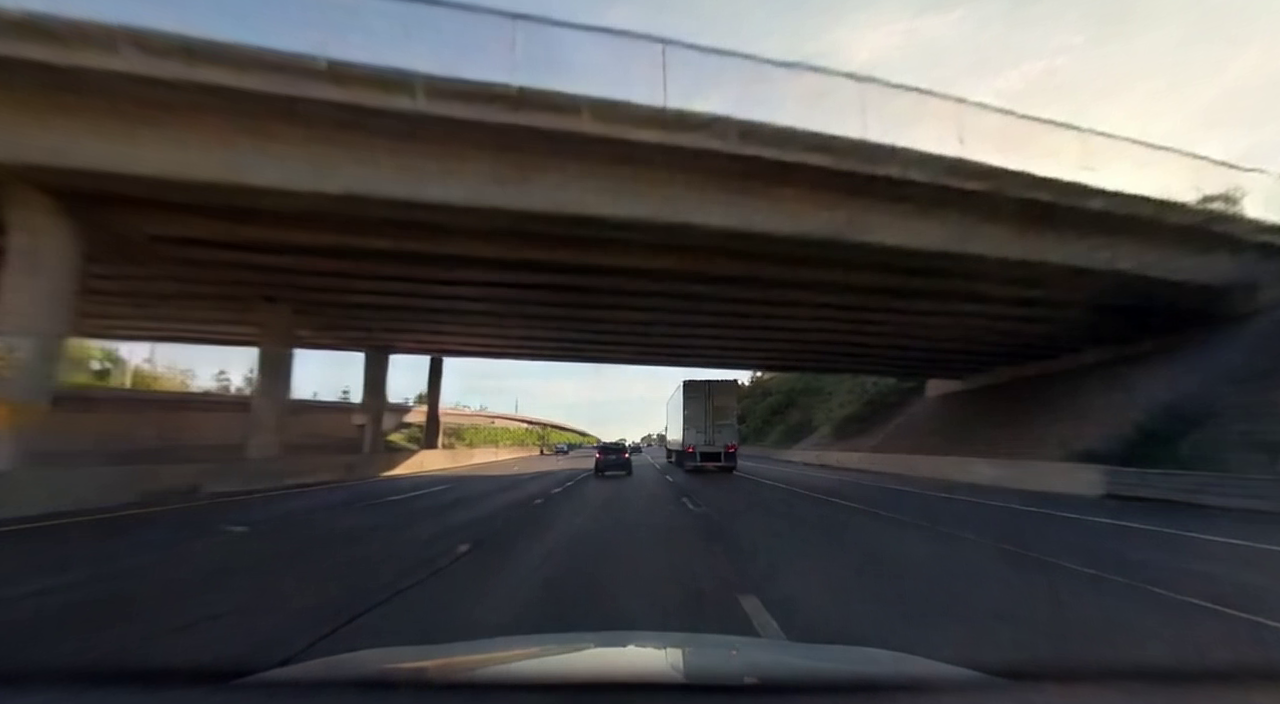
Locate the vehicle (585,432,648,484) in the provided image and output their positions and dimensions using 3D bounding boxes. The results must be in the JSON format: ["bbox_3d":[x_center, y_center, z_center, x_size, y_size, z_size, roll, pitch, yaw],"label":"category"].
[{"bbox_3d":[-0.749,3.884,23.306,2.077,1.716,4.514,0,-9,1],"label":"vehicle"}]

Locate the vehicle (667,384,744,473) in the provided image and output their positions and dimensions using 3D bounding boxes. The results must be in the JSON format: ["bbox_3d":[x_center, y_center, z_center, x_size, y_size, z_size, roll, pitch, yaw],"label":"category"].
[{"bbox_3d":[3.193,4.222,33.839,2.964,4.063,10.072,0,-9,0],"label":"vehicle"}]
